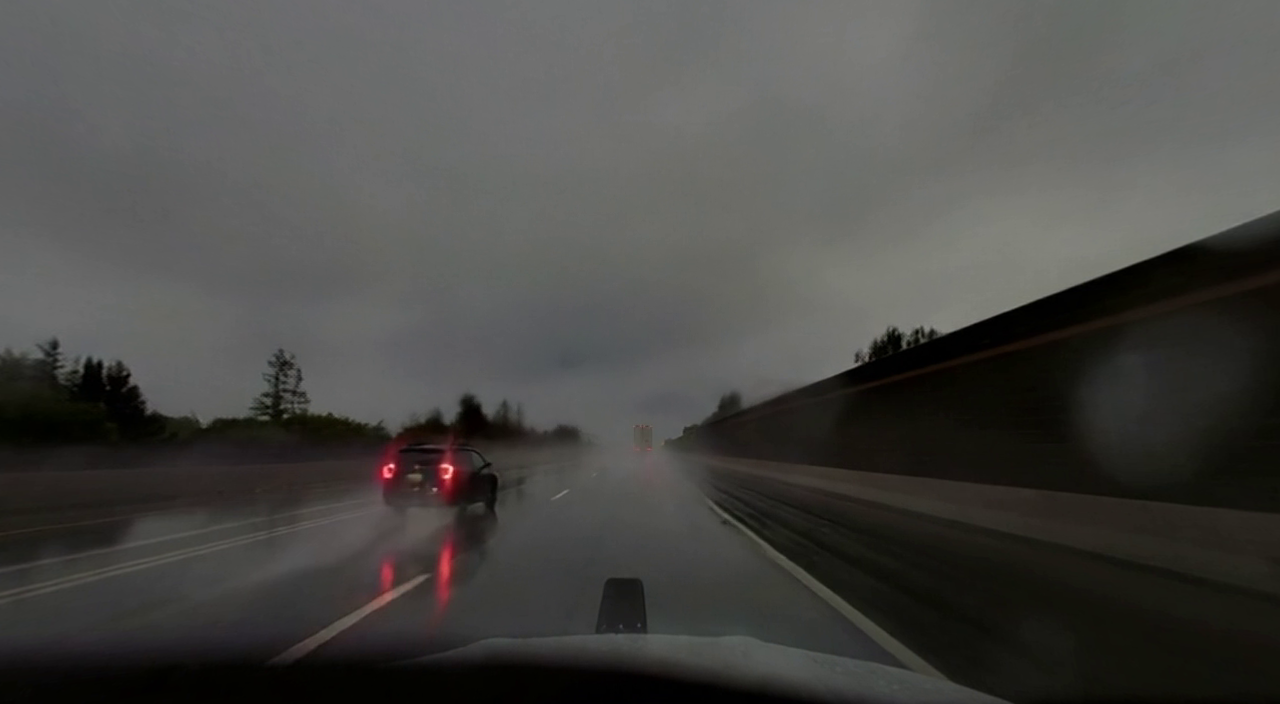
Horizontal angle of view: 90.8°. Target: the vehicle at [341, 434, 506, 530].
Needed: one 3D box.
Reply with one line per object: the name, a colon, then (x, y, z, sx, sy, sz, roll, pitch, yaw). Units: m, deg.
vehicle: (-3.964, 2.428, 12.299, 1.880, 1.569, 3.714, 0, -9, 0)
